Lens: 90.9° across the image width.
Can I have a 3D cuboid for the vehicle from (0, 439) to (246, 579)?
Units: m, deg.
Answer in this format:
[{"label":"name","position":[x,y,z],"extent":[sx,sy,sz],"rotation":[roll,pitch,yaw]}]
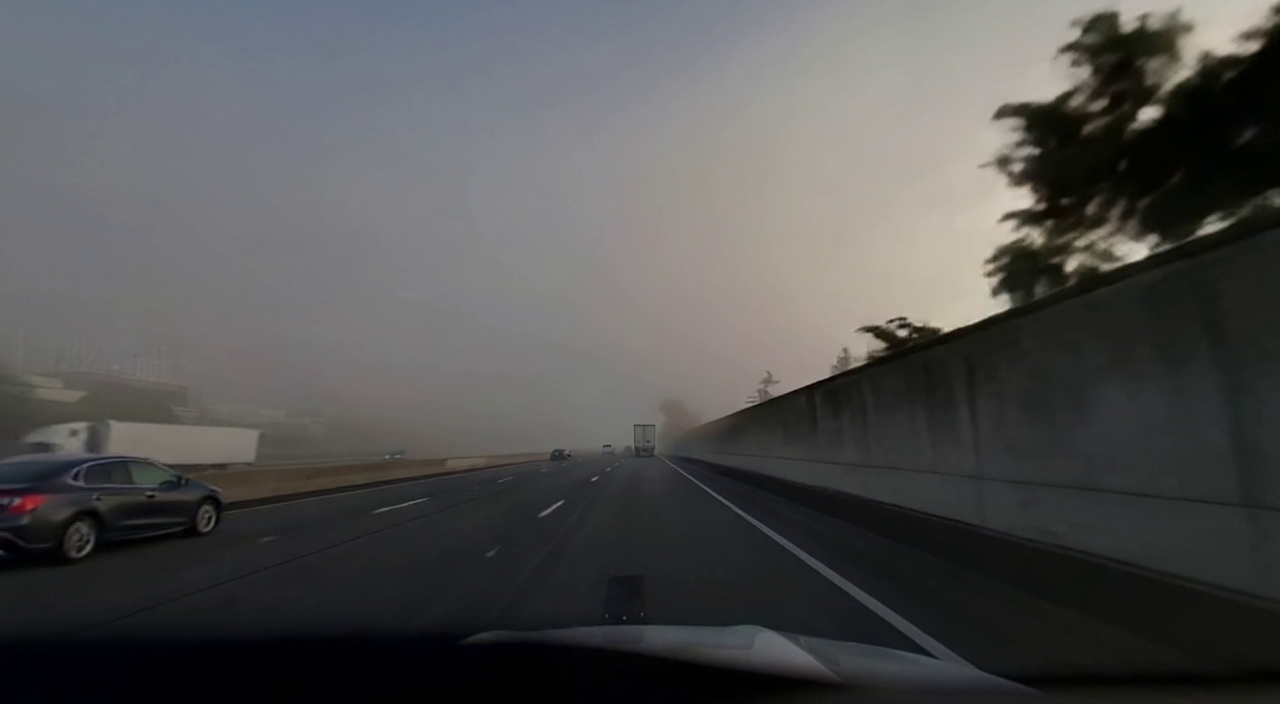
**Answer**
[{"label":"vehicle","position":[-7.784,1.934,8.526],"extent":[1.979,1.470,4.485],"rotation":[0,-8,1]}]
